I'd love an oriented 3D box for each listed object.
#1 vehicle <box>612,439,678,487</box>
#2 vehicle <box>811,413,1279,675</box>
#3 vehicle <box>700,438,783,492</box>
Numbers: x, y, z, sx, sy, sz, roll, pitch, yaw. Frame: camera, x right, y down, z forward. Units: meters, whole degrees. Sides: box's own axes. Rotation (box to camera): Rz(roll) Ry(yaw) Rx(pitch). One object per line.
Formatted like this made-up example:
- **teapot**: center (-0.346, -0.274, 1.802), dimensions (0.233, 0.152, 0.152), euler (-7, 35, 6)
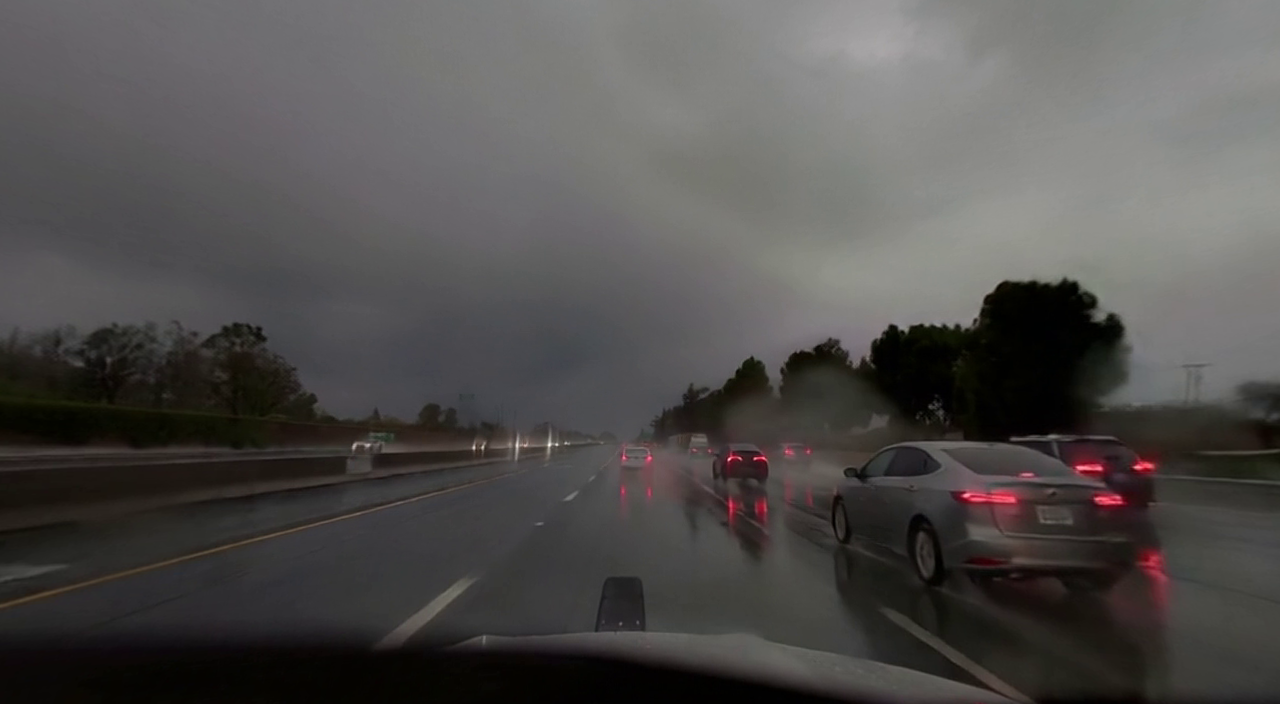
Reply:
- **vehicle**: center (0.112, 3.813, 21.969), dimensions (2.098, 1.475, 3.997), euler (0, -9, -1)
- **vehicle**: center (3.345, 1.475, 6.129), dimensions (1.993, 1.504, 4.781), euler (0, -8, 0)
- **vehicle**: center (3.134, 3.582, 20.387), dimensions (1.856, 1.517, 4.198), euler (0, -9, -2)
